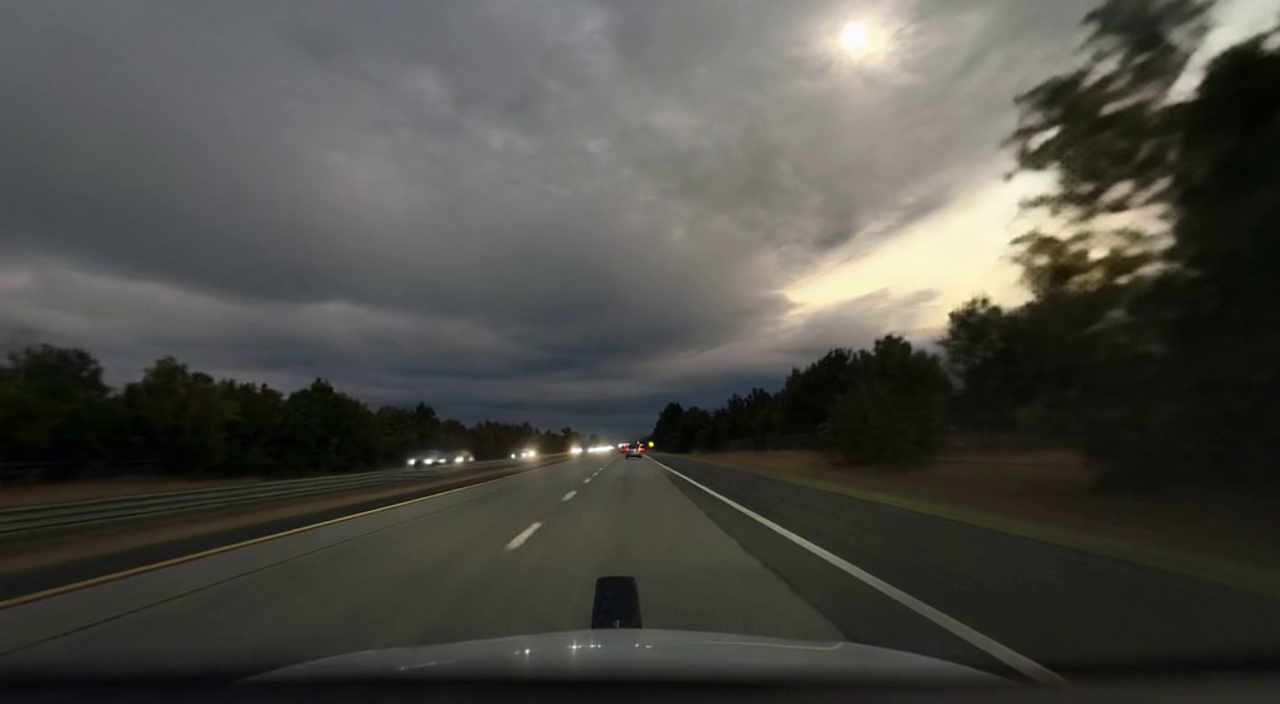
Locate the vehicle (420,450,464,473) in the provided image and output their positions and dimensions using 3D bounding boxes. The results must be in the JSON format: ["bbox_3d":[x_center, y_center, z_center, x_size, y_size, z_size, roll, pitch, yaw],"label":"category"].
[{"bbox_3d":[-13.335,7.360,42.375,1.632,1.496,4.240,0,-9,-1],"label":"vehicle"}]

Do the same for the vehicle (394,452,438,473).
[{"bbox_3d":[-17.510,8.643,49.161,1.821,1.481,4.435,0,-9,-1],"label":"vehicle"}]
